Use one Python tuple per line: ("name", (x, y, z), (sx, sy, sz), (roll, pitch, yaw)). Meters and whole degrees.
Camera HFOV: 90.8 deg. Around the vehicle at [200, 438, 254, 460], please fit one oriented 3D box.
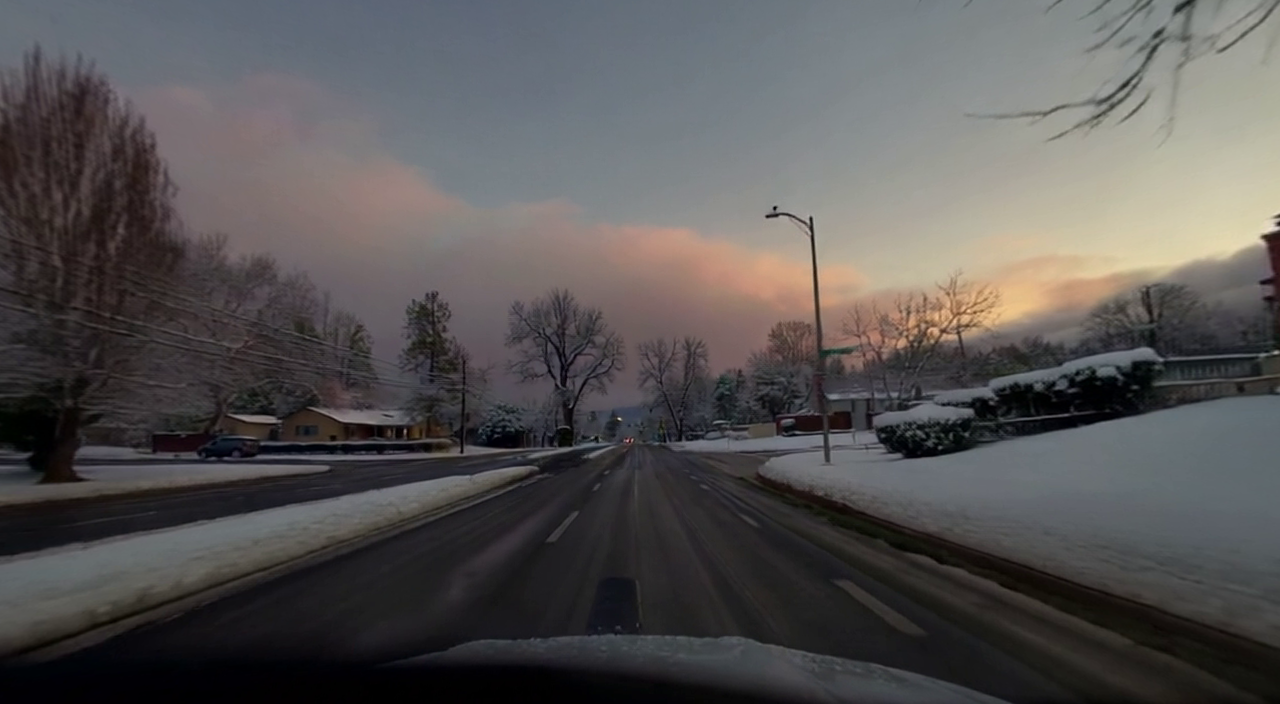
("vehicle", (-29.837, 7.013, 45.748), (1.991, 1.435, 4.421), (2, -9, -16))
